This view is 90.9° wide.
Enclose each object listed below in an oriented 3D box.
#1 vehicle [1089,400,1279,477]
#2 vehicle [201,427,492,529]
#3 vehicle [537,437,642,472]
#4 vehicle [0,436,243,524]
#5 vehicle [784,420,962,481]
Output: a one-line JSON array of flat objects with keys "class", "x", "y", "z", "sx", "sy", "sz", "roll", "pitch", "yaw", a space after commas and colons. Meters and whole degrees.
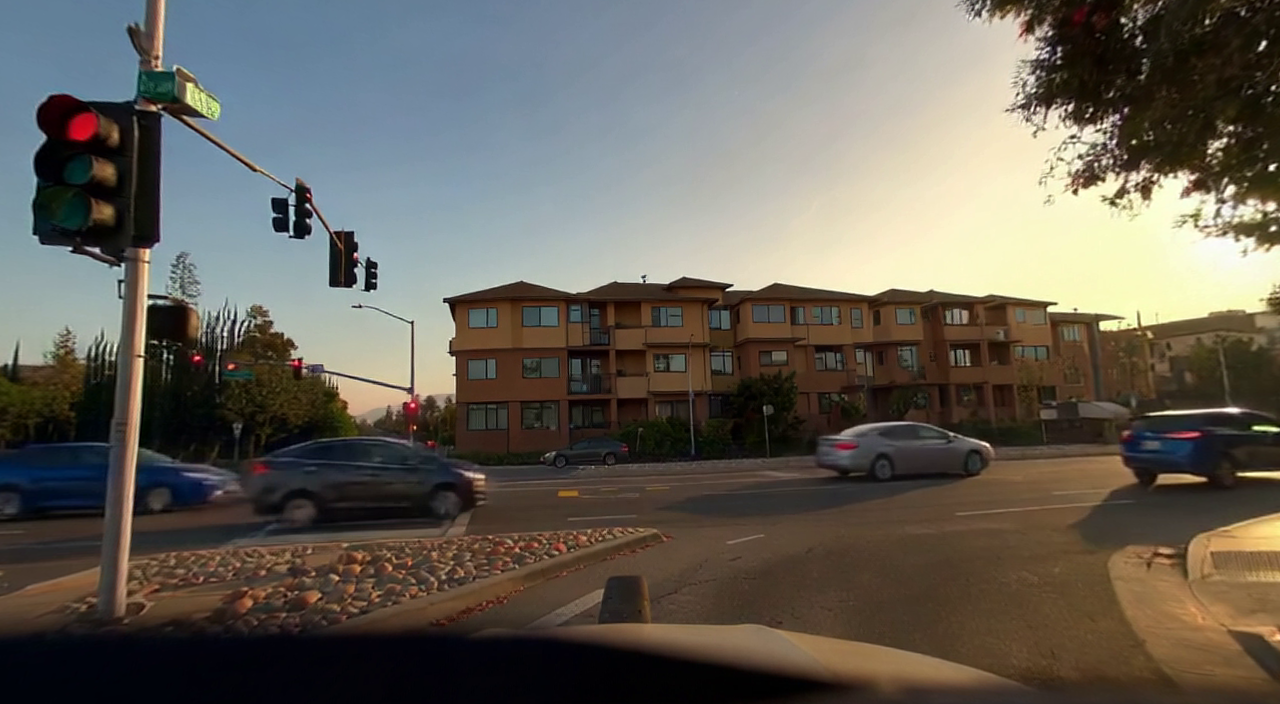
[{"class": "vehicle", "x": 15.758, "y": 2.399, "z": 17.463, "sx": 5.554, "sy": 1.911, "sz": 2.225, "roll": 2, "pitch": -9, "yaw": -15}, {"class": "vehicle", "x": -5.224, "y": 2.286, "z": 11.938, "sx": 4.581, "sy": 1.650, "sz": 1.958, "roll": 2, "pitch": -9, "yaw": -16}, {"class": "vehicle", "x": -2.214, "y": 4.462, "z": 27.648, "sx": 4.289, "sy": 1.415, "sz": 1.774, "roll": 2, "pitch": -9, "yaw": -17}, {"class": "vehicle", "x": -11.541, "y": 2.660, "z": 13.478, "sx": 4.711, "sy": 1.688, "sz": 1.915, "roll": 2, "pitch": -9, "yaw": -16}, {"class": "vehicle", "x": 7.037, "y": 2.969, "z": 19.192, "sx": 4.719, "sy": 1.671, "sz": 1.985, "roll": 2, "pitch": -9, "yaw": -16}]
